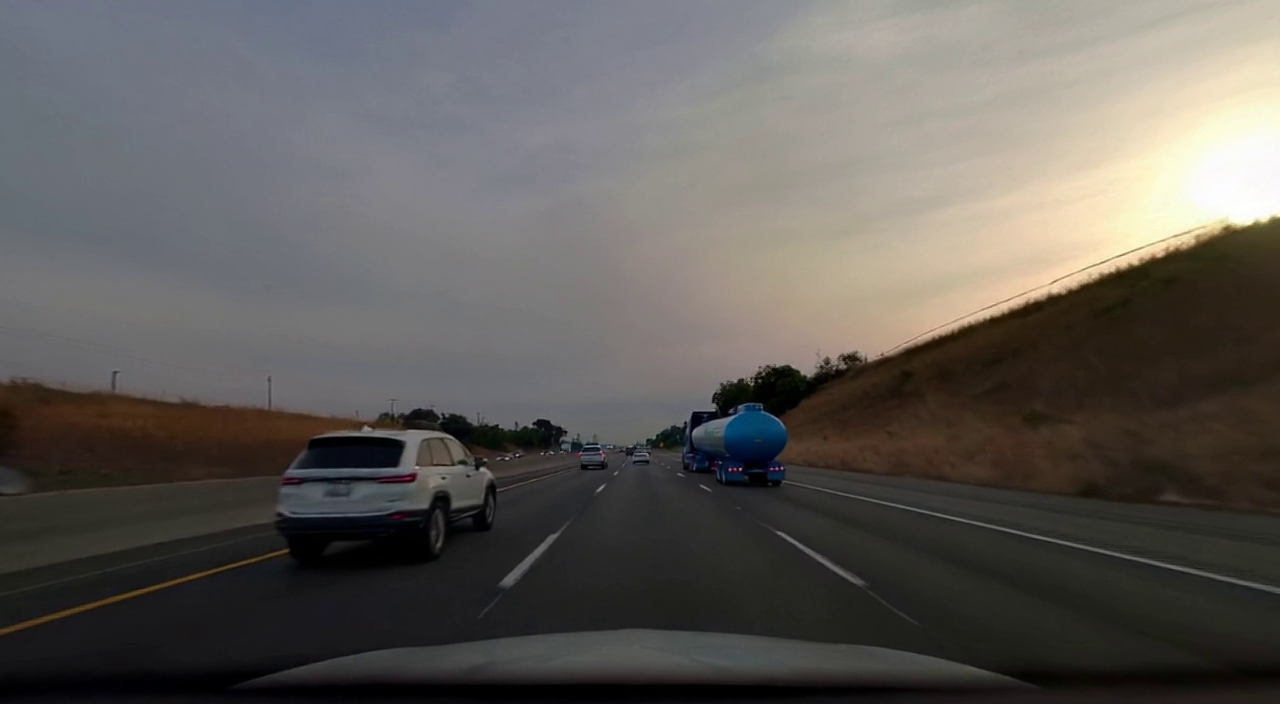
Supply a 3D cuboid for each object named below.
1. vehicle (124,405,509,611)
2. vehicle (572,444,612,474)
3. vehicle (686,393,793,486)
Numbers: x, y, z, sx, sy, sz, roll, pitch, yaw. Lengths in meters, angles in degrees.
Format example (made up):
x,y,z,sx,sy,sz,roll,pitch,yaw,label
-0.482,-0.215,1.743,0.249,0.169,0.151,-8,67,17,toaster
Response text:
x,y,z,sx,sy,sz,roll,pitch,yaw,label
-3.210,1.667,7.681,2.249,1.710,4.580,0,-9,0,vehicle
-3.036,6.895,40.976,2.258,1.805,4.665,0,-9,0,vehicle
4.429,4.487,31.810,2.889,3.606,13.832,0,-9,-1,vehicle
